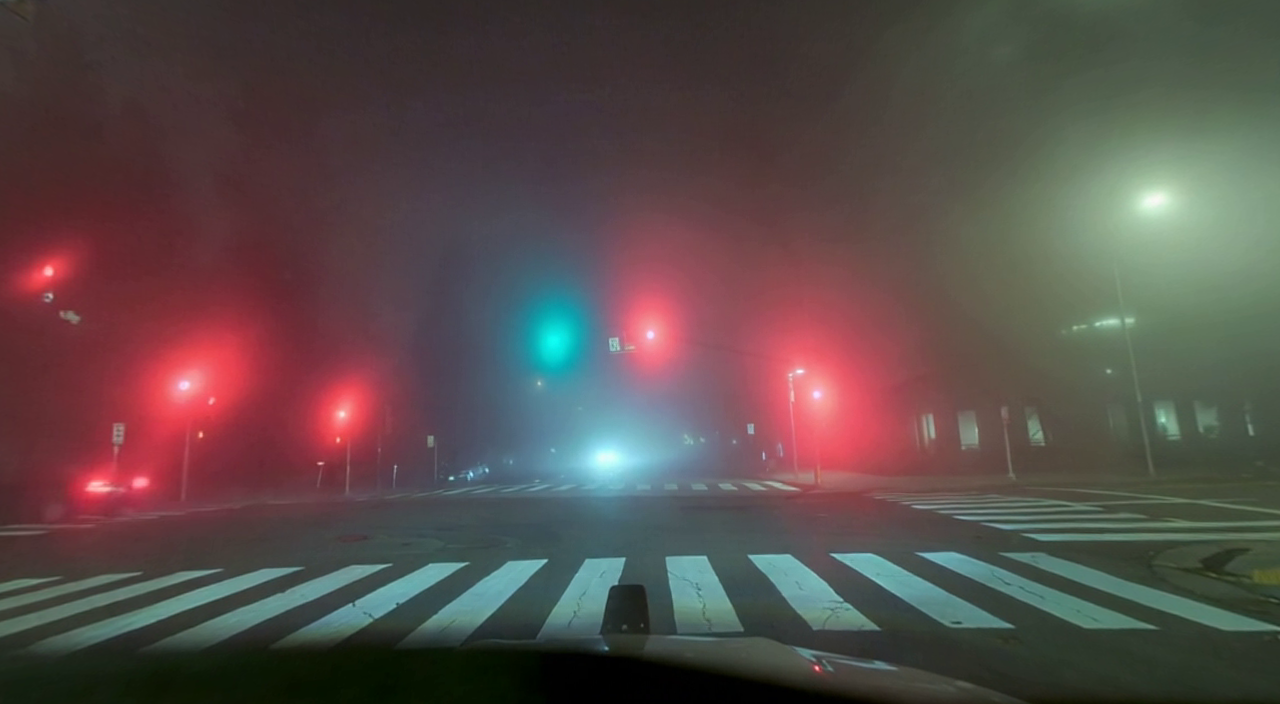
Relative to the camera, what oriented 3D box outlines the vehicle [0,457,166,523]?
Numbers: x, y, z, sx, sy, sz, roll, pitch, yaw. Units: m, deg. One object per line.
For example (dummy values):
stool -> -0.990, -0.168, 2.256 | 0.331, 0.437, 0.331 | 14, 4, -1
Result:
vehicle -> -15.246, 3.459, 15.993 | 4.847, 1.484, 1.926 | 0, -8, 1
